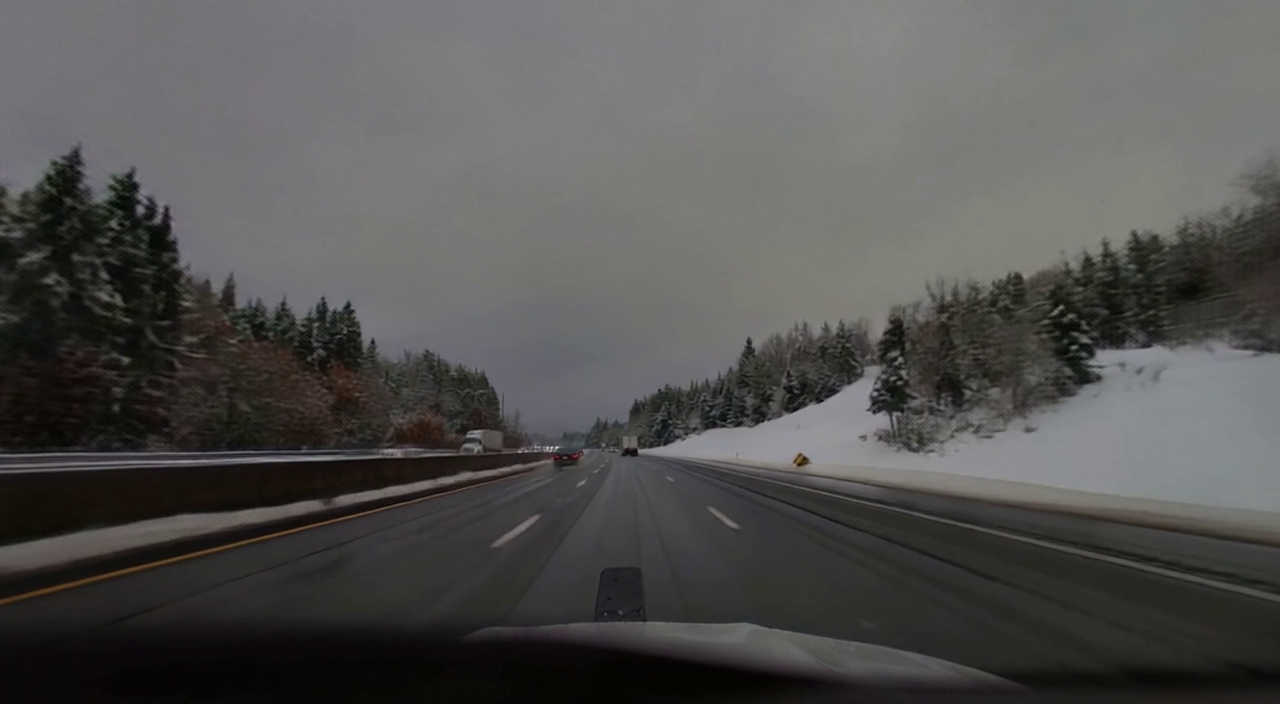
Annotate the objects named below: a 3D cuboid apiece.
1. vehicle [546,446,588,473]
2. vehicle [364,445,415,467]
[{"bbox_3d":[-4.373,6.506,38.418,2.022,1.513,4.613,0,-9,0],"label":"vehicle"},{"bbox_3d":[-17.704,7.374,44.763,1.871,1.500,4.448,0,-9,-1],"label":"vehicle"}]
